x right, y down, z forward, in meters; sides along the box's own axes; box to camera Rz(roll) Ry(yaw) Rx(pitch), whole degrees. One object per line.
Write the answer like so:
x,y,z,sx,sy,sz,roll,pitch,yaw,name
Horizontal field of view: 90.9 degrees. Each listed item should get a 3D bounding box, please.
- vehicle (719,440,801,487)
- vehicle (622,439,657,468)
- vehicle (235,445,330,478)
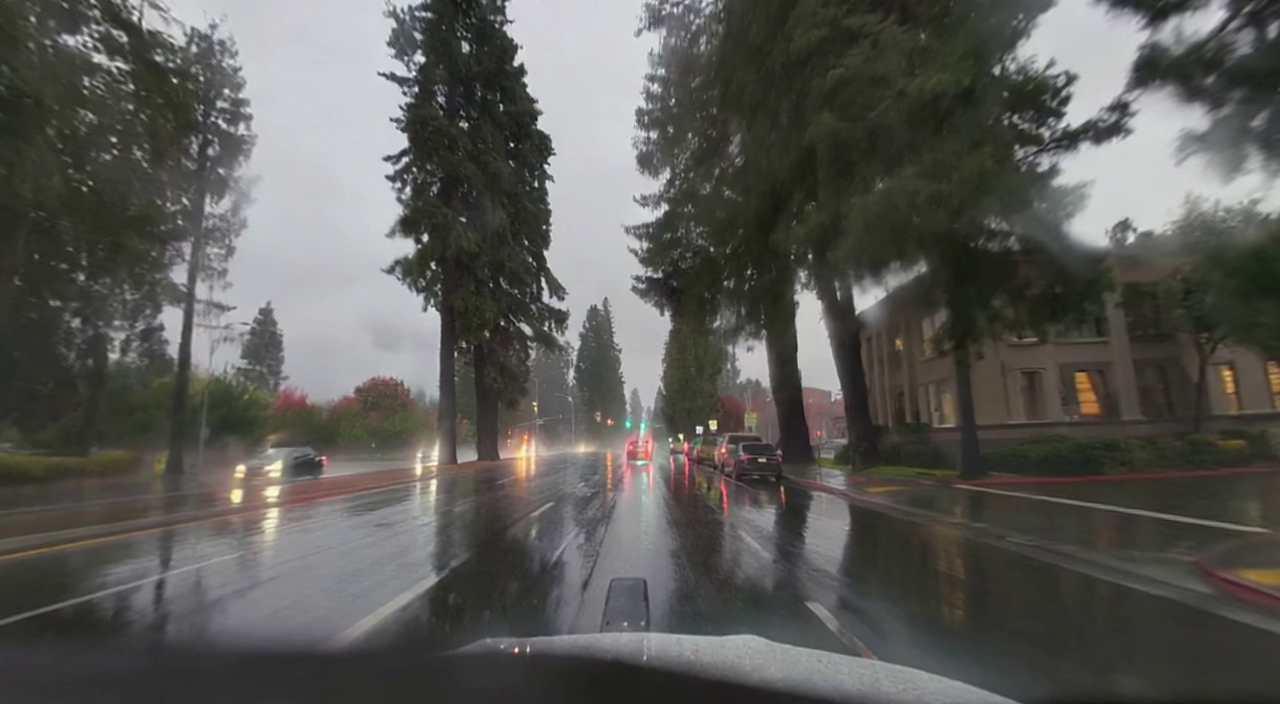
4.240,4.018,23.113,2.035,1.500,4.912,0,-8,0,vehicle
-0.022,6.521,40.842,2.169,1.751,4.276,0,-8,1,vehicle
-17.833,5.458,31.731,1.932,1.516,4.738,-1,-8,1,vehicle
